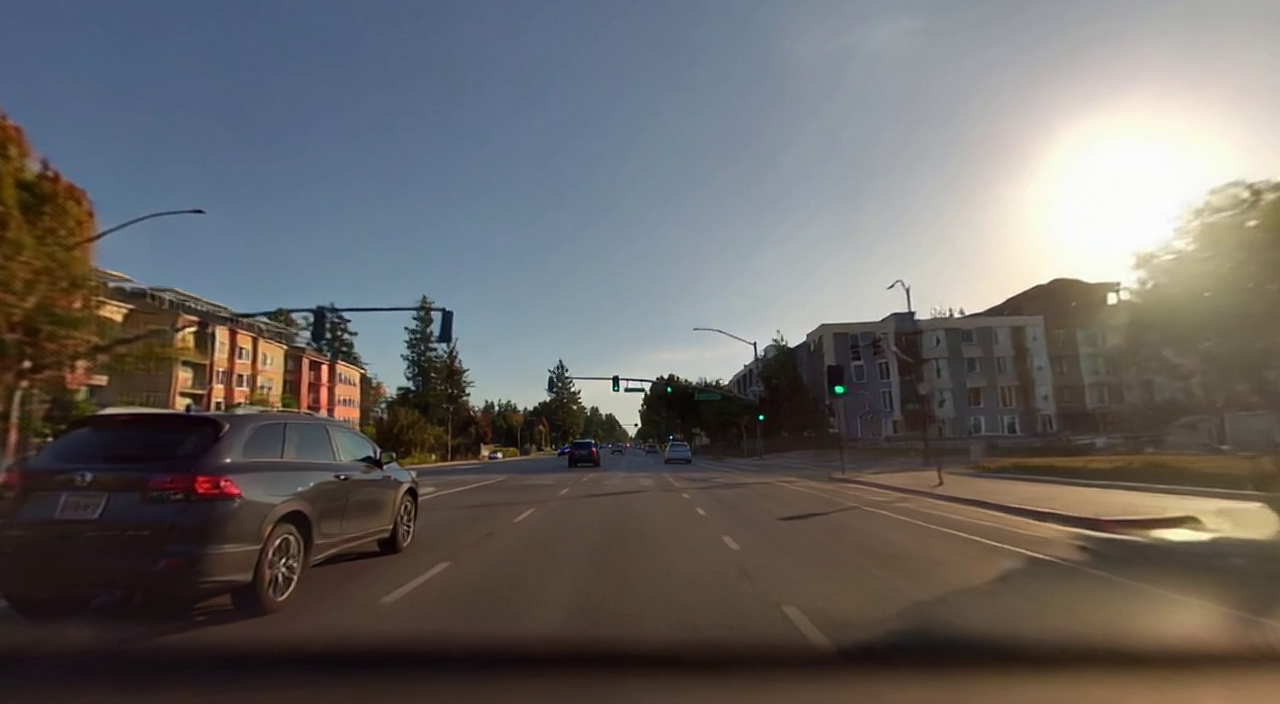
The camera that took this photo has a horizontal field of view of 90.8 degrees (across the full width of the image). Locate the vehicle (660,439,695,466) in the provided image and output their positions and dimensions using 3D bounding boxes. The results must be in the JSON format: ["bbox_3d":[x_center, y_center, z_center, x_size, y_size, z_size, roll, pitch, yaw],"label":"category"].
[{"bbox_3d":[2.485,6.837,43.165,2.018,1.719,4.369,0,-8,-2],"label":"vehicle"}]

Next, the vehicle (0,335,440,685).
[{"bbox_3d":[-3.937,1.262,6.238,2.225,1.984,5.168,0,-8,0],"label":"vehicle"}]

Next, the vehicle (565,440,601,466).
[{"bbox_3d":[-3.907,7.020,43.867,2.083,1.685,4.069,0,-8,0],"label":"vehicle"}]
